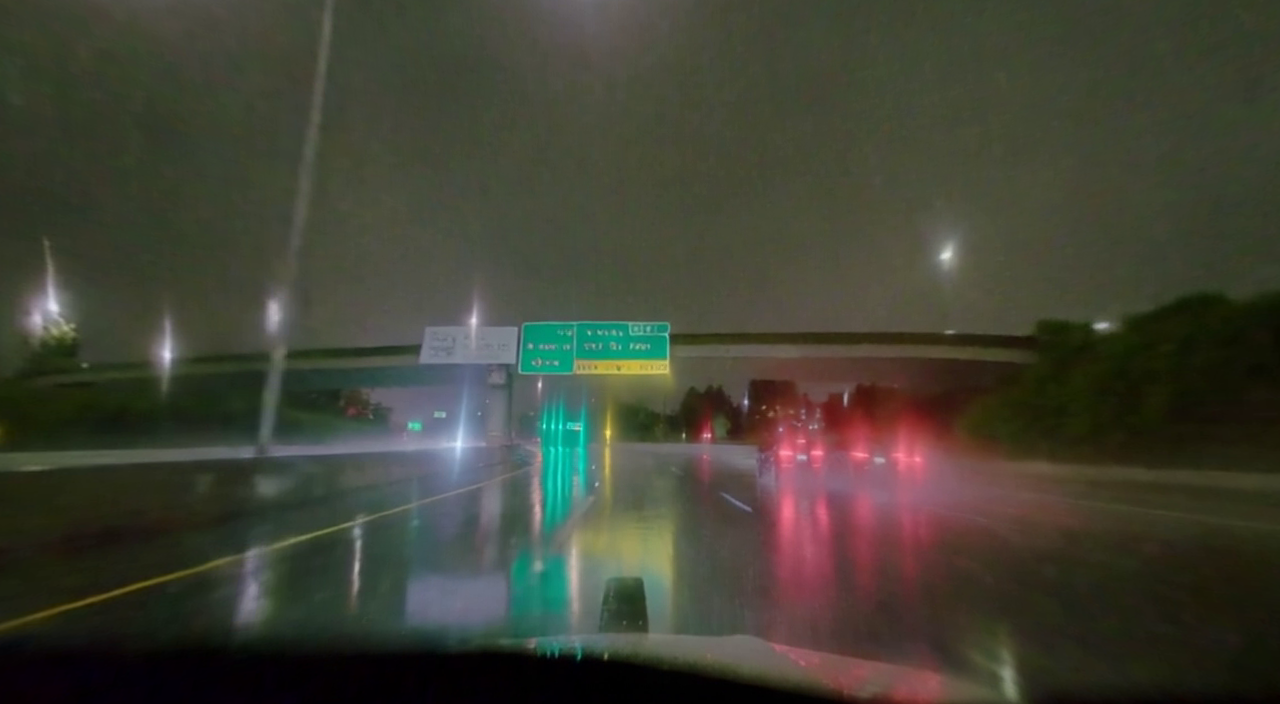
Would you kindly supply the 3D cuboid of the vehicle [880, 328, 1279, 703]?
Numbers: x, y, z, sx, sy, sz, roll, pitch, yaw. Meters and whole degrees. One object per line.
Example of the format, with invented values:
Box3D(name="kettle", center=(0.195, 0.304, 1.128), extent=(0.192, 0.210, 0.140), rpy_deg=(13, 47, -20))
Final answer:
Box3D(name="vehicle", center=(3.897, 1.081, 5.031), extent=(2.039, 1.701, 4.834), rpy_deg=(0, -9, 0))
